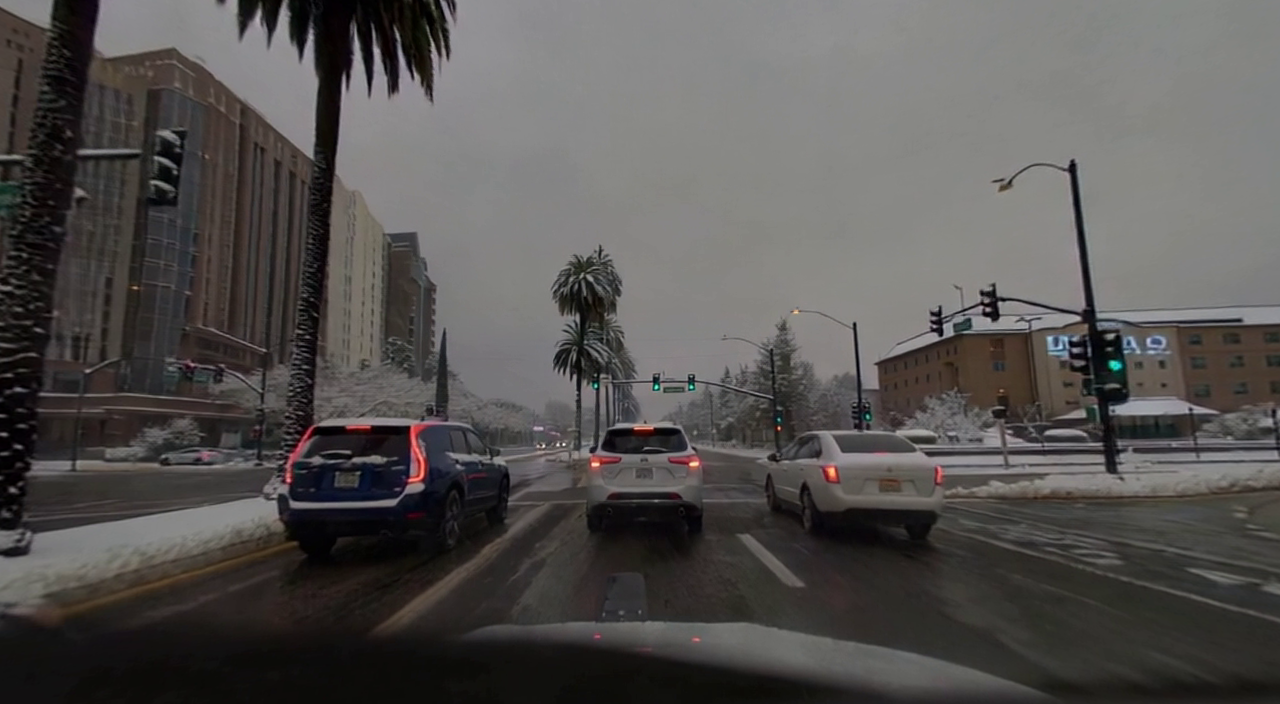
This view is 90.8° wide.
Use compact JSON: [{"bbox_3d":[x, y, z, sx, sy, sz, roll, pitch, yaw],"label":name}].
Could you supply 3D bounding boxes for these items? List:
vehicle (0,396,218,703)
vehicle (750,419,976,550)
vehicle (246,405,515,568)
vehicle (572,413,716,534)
[{"bbox_3d":[-3.199,0.716,0.933,1.962,1.480,4.605,0,-9,0],"label":"vehicle"},{"bbox_3d":[3.059,1.904,9.689,1.936,1.567,3.896,0,-9,-2],"label":"vehicle"},{"bbox_3d":[-3.163,1.730,8.790,1.938,1.713,4.048,0,-9,1],"label":"vehicle"},{"bbox_3d":[0.058,2.065,11.271,2.060,1.730,4.257,0,-9,0],"label":"vehicle"}]
